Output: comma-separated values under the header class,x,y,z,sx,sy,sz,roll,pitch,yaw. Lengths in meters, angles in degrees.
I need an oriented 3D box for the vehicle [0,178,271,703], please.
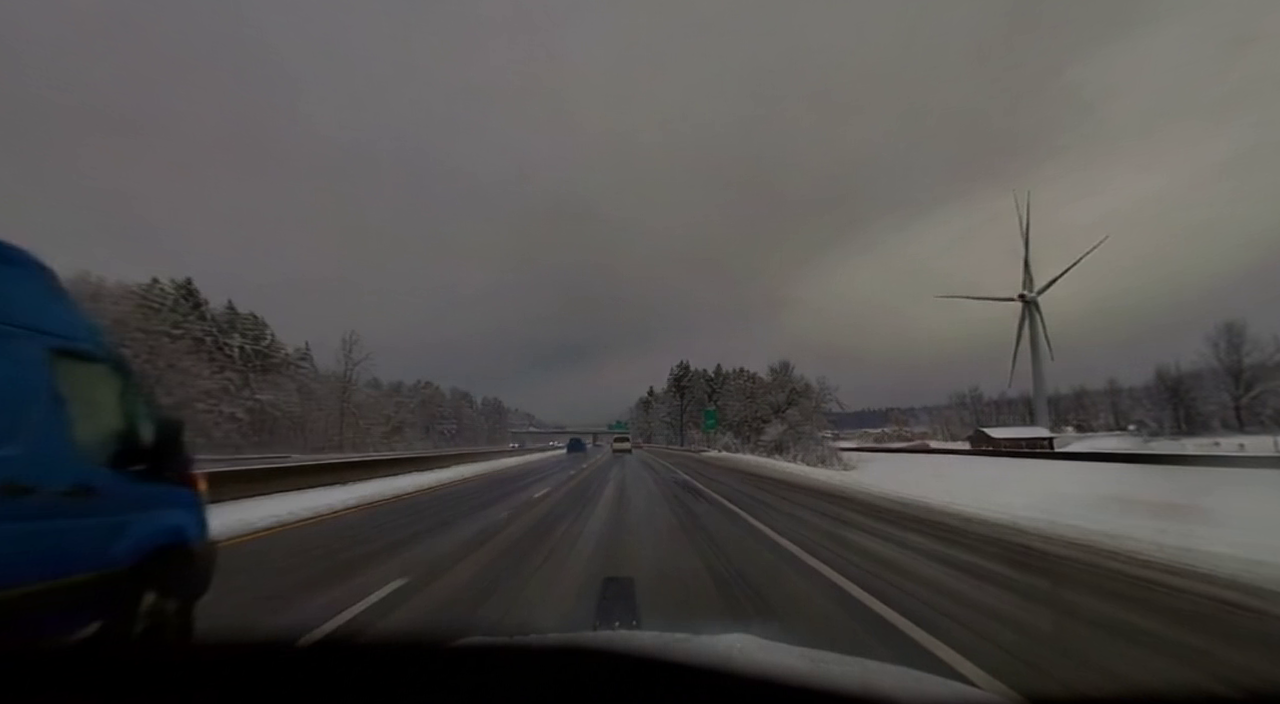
class,x,y,z,sx,sy,sz,roll,pitch,yaw
vehicle,-3.713,0.365,1.705,2.303,2.323,5.089,0,-8,0
